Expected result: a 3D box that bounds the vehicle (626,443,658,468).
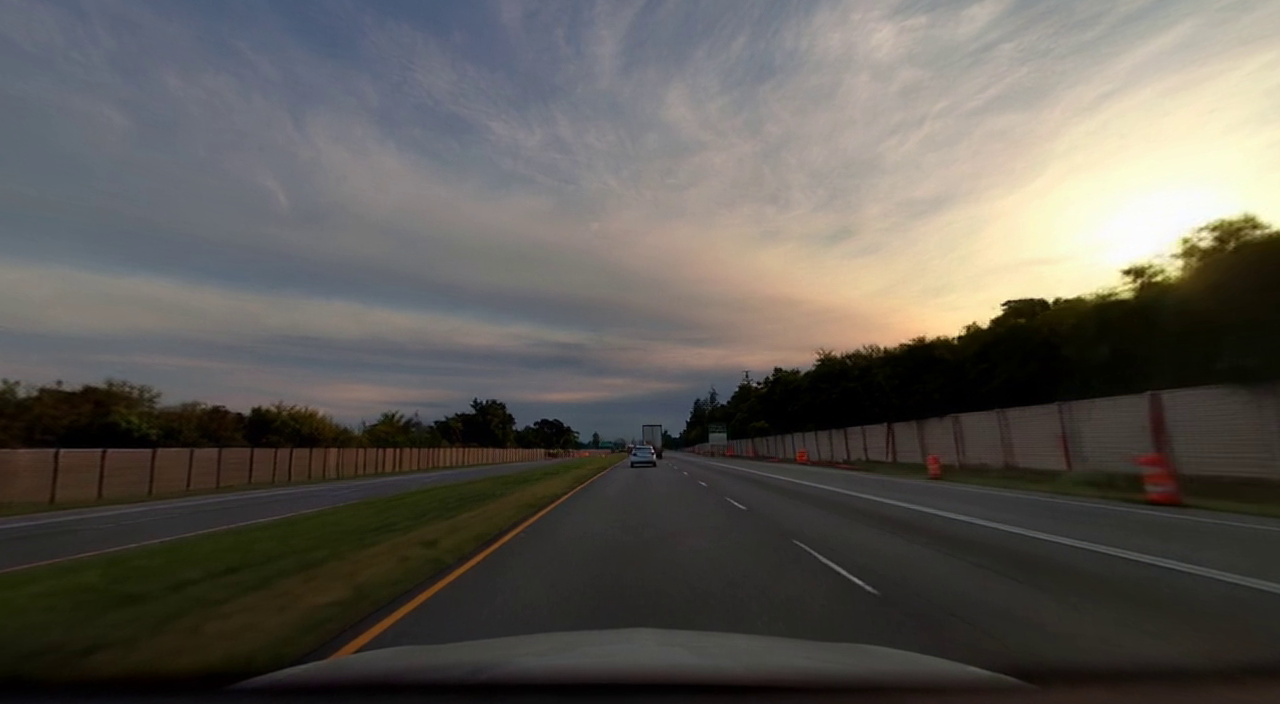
[{"bbox_3d":[0.123,6.896,42.175,2.065,1.573,3.734,0,-9,0],"label":"vehicle"}]
